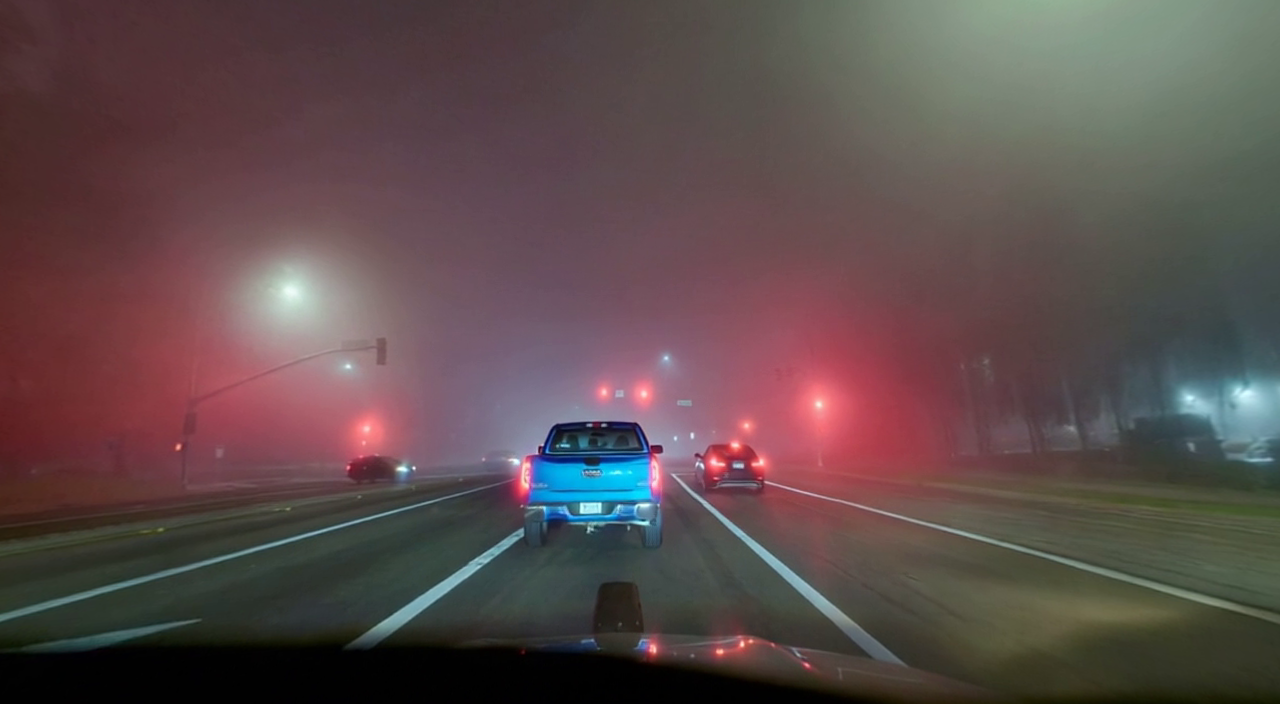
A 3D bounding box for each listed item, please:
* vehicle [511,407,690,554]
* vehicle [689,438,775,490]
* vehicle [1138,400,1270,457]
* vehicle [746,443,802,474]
[{"bbox_3d":[-0.470,1.898,10.041,2.145,1.762,4.731,0,-8,0],"label":"vehicle"},{"bbox_3d":[2.853,3.604,20.680,2.073,1.484,4.437,0,-8,-1],"label":"vehicle"},{"bbox_3d":[30.529,4.227,34.390,2.892,2.881,4.178,2,-9,-15],"label":"vehicle"},{"bbox_3d":[6.961,5.543,33.126,1.995,1.528,3.887,0,-8,-1],"label":"vehicle"}]
